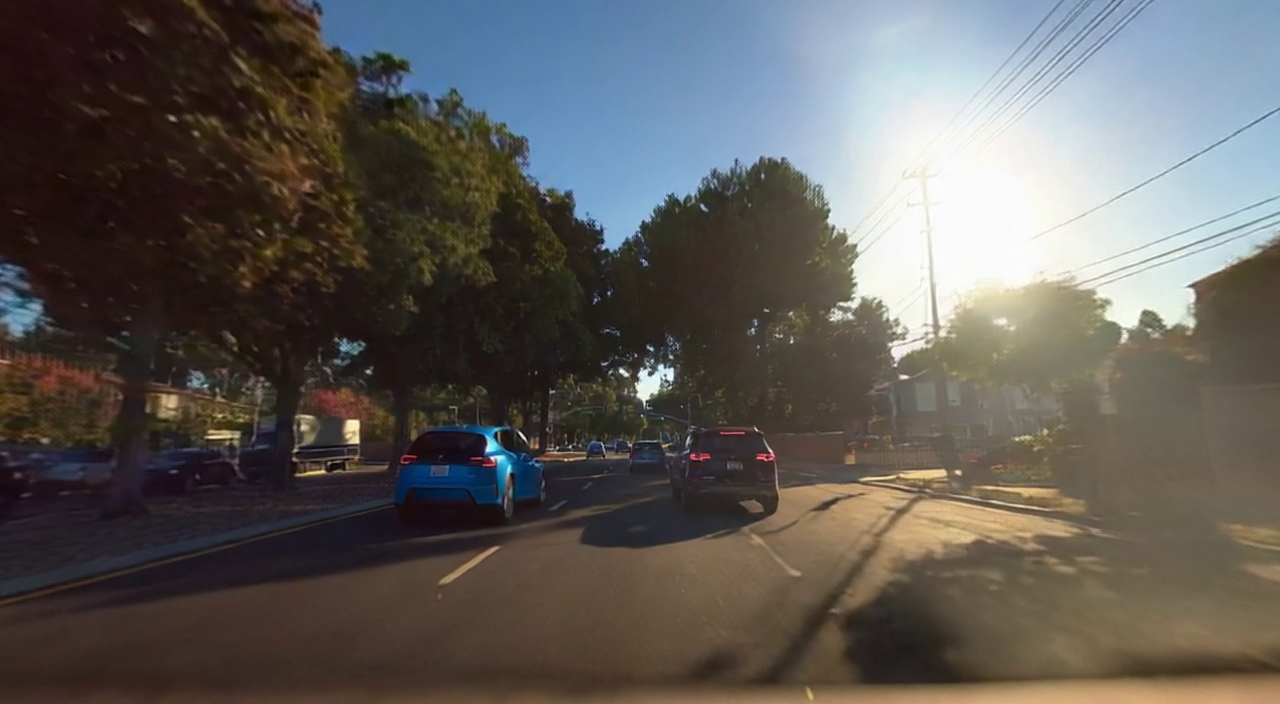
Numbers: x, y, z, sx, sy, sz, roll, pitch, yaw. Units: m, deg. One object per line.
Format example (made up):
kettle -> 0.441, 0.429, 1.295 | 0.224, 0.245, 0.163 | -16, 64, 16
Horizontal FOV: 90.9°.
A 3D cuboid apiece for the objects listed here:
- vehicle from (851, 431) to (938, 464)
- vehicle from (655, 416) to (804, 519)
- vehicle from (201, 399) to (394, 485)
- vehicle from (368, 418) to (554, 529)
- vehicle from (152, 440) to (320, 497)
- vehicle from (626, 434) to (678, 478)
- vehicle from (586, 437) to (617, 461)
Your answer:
vehicle -> 15.941, 5.967, 39.756 | 2.032, 1.877, 4.876 | 2, -7, -25
vehicle -> 1.600, 2.323, 13.095 | 2.280, 1.747, 4.361 | 0, -9, -2
vehicle -> -15.058, 4.162, 29.074 | 2.901, 3.276, 9.720 | -1, -9, 4
vehicle -> -3.083, 2.228, 12.104 | 2.043, 1.687, 4.676 | 0, -9, 2
vehicle -> -11.913, 3.437, 19.045 | 1.923, 1.490, 4.501 | 0, -9, 2
vehicle -> 0.432, 4.117, 25.100 | 1.922, 1.579, 3.642 | 0, -9, 0
vehicle -> -2.911, 7.474, 48.616 | 2.014, 1.755, 4.360 | 0, -9, 1
